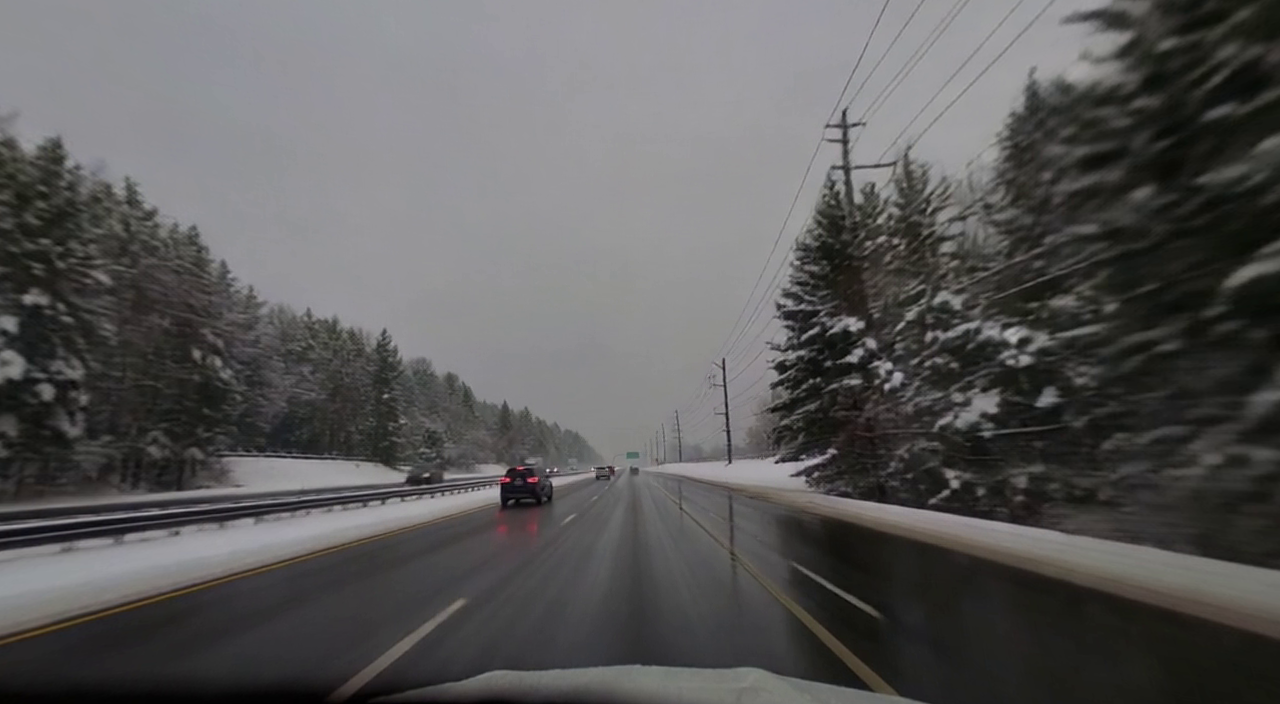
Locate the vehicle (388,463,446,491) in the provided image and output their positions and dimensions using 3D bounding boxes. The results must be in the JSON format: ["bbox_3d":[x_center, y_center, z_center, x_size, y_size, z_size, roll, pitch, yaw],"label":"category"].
[{"bbox_3d":[-13.302,7.484,37.810,1.974,1.556,3.945,1,-10,0],"label":"vehicle"}]

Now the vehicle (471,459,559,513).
[{"bbox_3d":[-3.933,4.321,20.610,1.963,1.501,4.227,1,-10,0],"label":"vehicle"}]
